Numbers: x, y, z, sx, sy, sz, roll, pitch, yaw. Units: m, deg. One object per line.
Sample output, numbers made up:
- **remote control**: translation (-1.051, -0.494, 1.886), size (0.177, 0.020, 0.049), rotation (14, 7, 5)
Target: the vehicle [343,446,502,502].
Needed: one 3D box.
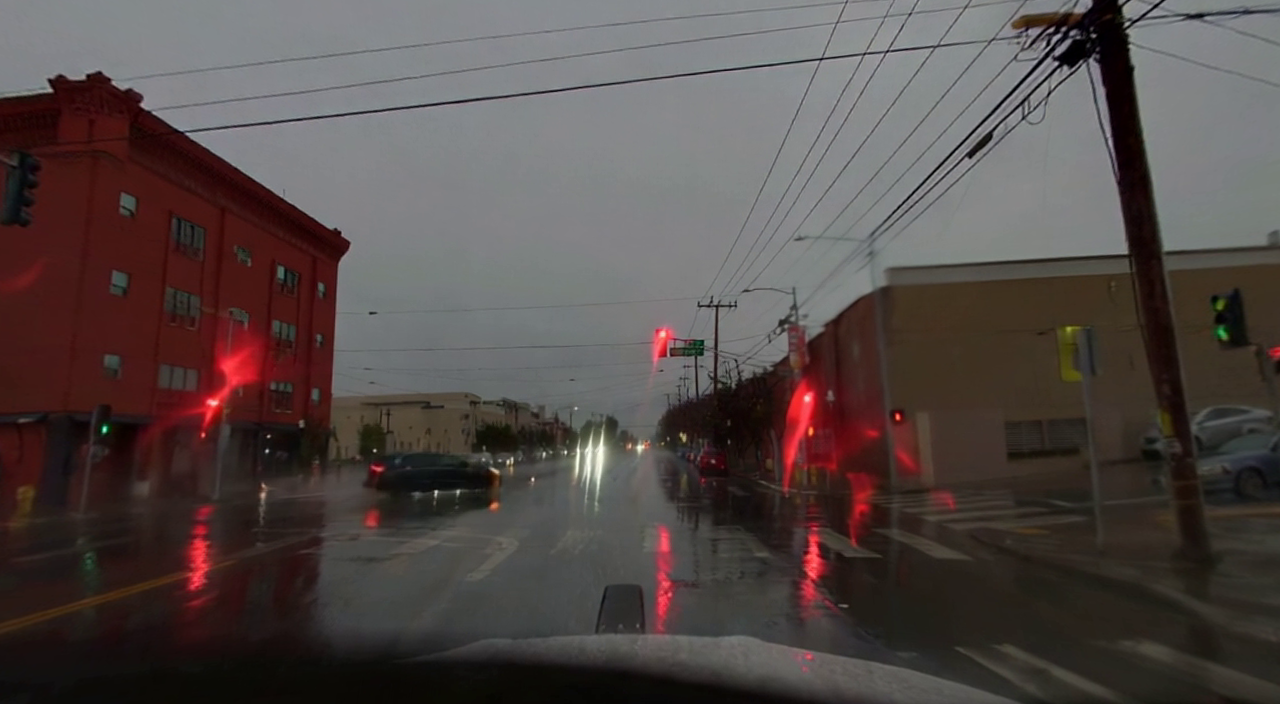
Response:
- **vehicle**: translation (-7.249, 4.031, 21.204), size (4.525, 1.650, 2.120), rotation (7, -11, -38)

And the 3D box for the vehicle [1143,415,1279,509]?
- **vehicle**: translation (12.712, 2.201, 12.799), size (3.234, 1.746, 1.941), rotation (0, -9, -2)

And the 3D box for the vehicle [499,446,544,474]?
- **vehicle**: translation (-8.249, 7.540, 44.300), size (2.096, 1.830, 4.752), rotation (0, -9, 2)
